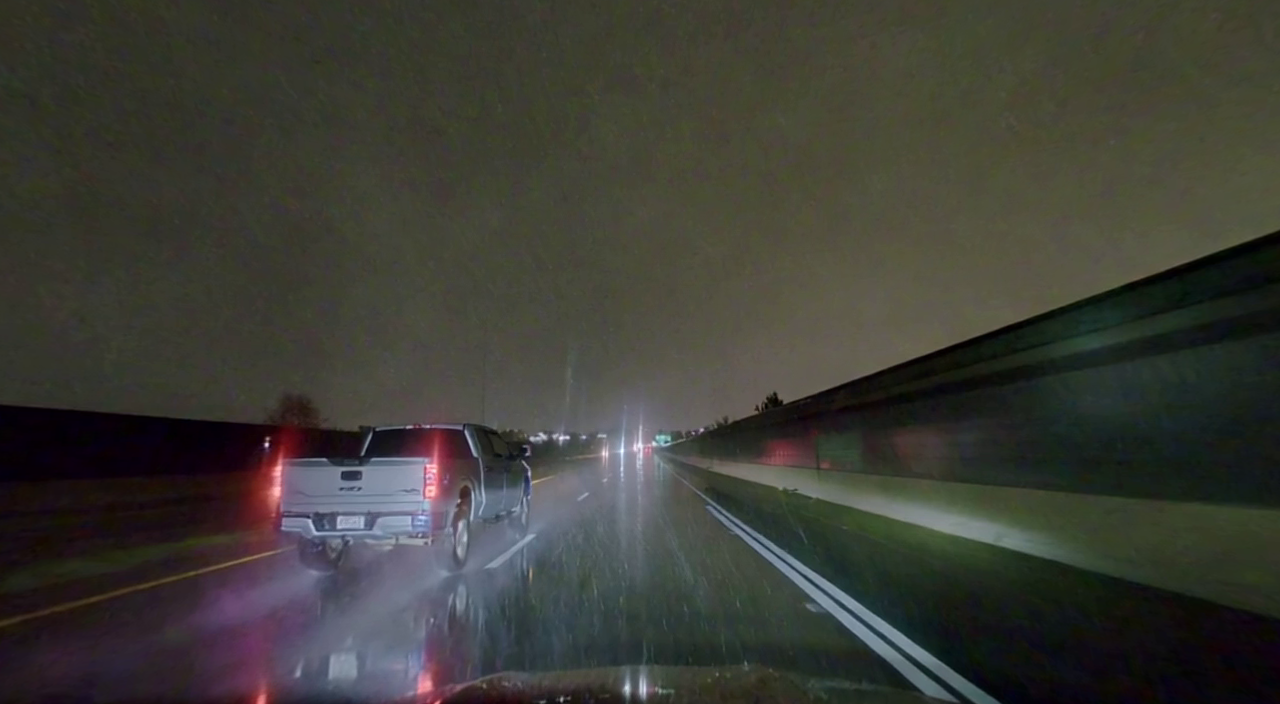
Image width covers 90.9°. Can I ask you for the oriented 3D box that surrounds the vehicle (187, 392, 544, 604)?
[{"bbox_3d":[-2.949,1.756,8.650,2.350,1.932,5.562,0,-8,0],"label":"vehicle"}]
